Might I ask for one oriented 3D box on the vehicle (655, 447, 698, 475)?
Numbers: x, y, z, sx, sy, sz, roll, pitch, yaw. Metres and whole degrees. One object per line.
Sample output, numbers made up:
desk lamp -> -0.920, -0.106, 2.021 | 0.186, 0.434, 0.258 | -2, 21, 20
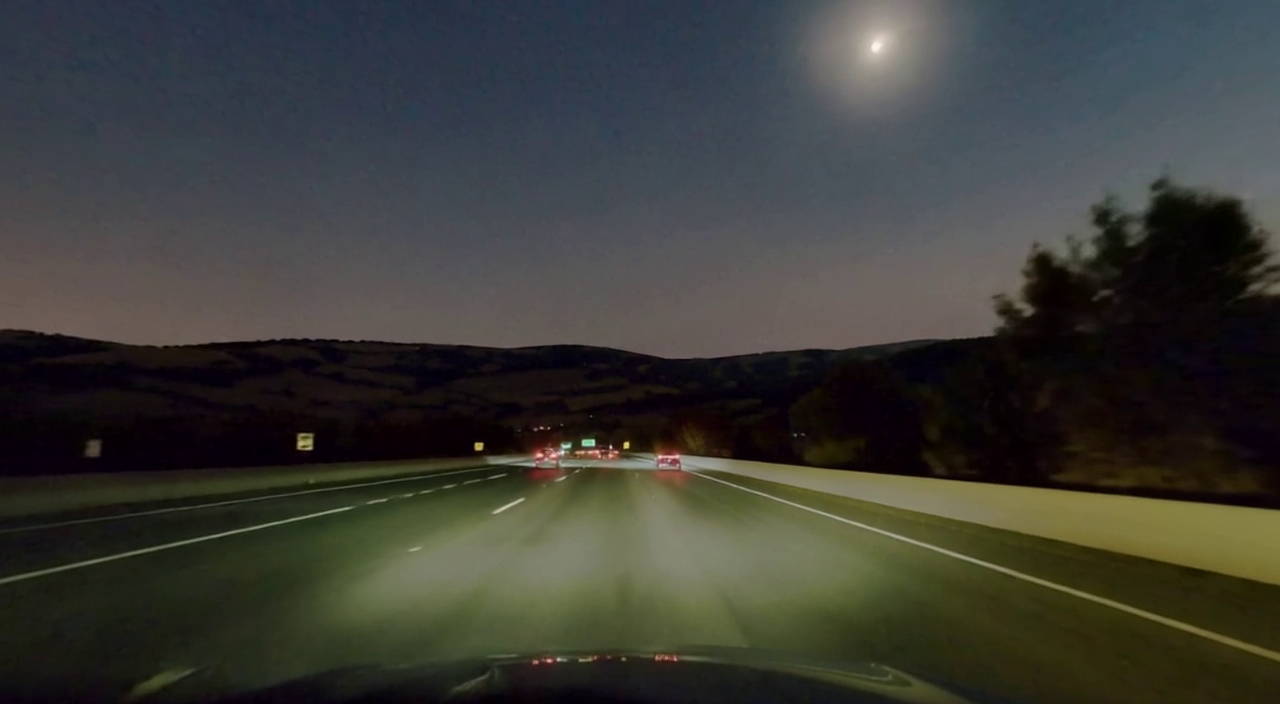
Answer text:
vehicle -> 2.013, 6.203, 35.997 | 2.019, 1.475, 4.301 | 0, -9, -2

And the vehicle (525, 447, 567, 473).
vehicle -> -5.560, 6.460, 37.745 | 1.955, 1.468, 3.637 | 0, -9, -1
